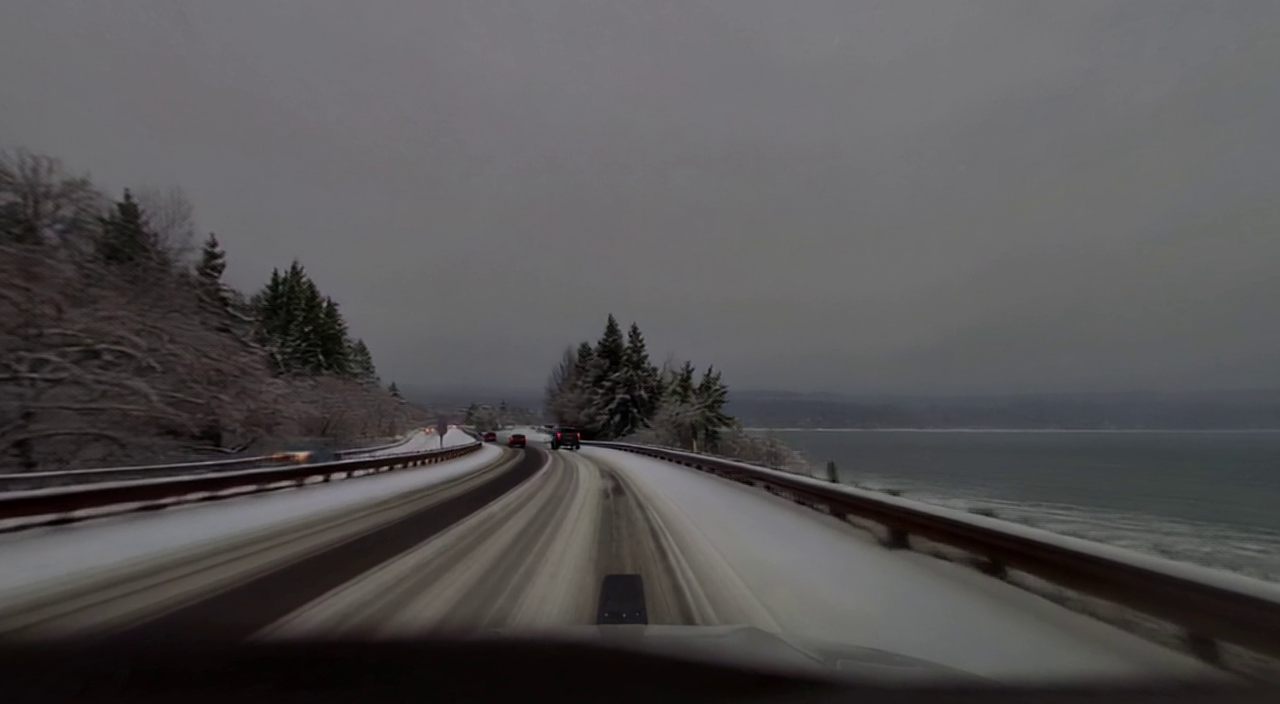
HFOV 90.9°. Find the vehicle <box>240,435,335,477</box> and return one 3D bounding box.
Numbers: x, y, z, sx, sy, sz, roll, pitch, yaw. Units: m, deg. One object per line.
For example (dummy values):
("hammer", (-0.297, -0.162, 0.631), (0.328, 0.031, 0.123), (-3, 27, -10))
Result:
("vehicle", (-16.109, 4.762, 29.145), (2.224, 1.712, 4.380), (0, -8, -7))
